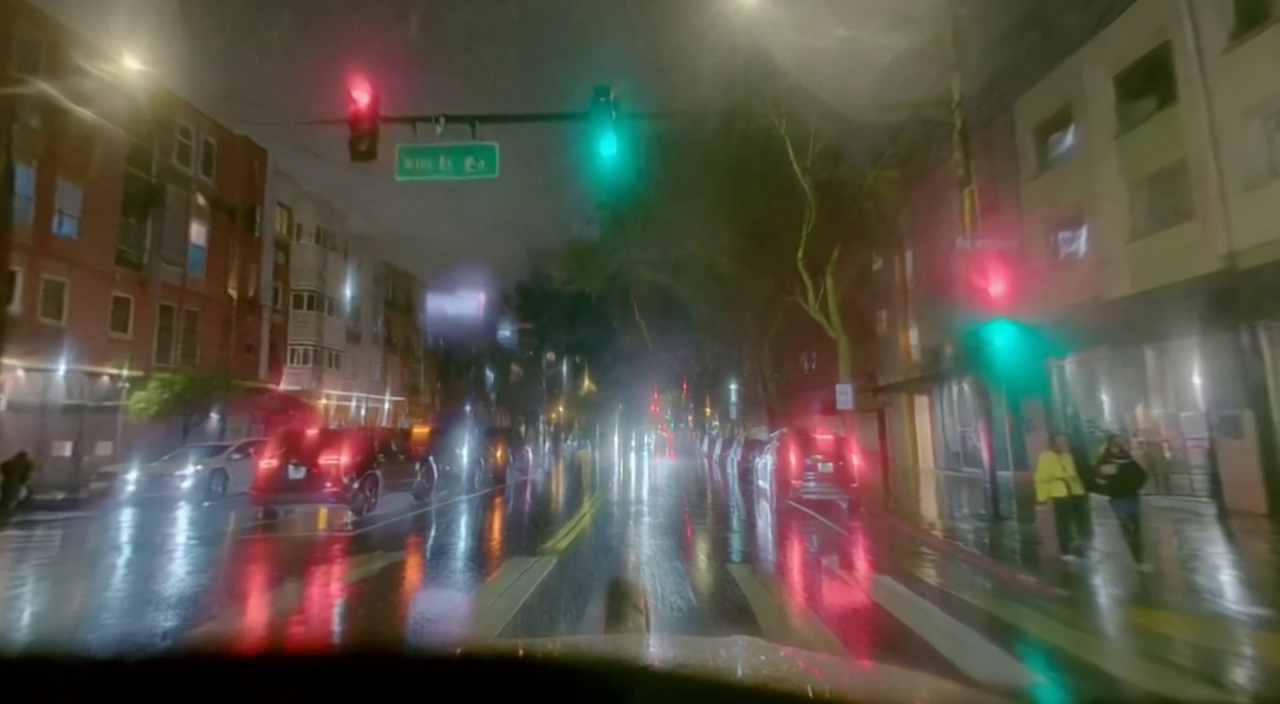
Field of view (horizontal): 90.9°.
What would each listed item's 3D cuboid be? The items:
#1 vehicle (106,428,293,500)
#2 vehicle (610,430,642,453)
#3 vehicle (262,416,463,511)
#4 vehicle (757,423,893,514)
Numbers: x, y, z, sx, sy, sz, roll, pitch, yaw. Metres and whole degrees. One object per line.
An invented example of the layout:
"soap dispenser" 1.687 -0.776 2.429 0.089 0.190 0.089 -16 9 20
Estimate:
"vehicle" -11.347 2.868 16.662 1.933 1.628 3.973 0 -8 2
"vehicle" -0.916 6.194 43.582 1.973 1.496 3.713 0 -8 2
"vehicle" -5.238 2.143 12.703 1.942 1.559 4.298 0 -8 2
"vehicle" 4.011 2.568 14.443 1.924 1.765 3.954 0 -8 0
